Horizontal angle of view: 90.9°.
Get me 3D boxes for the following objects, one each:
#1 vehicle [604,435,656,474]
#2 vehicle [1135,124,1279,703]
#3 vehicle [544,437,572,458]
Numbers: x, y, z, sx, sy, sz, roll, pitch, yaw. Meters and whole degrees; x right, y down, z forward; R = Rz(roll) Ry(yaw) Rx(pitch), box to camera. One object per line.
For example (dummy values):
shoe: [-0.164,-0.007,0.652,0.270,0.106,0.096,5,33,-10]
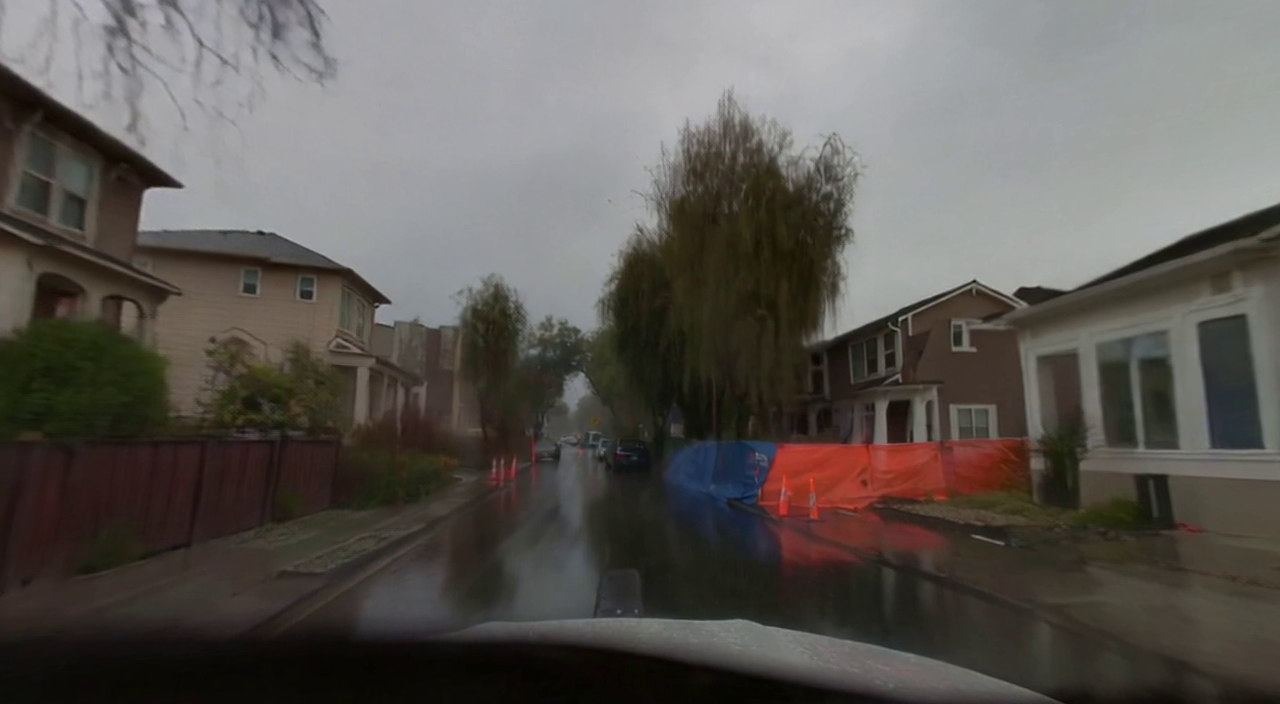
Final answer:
vehicle: [-0.592,5.045,31.395,2.066,1.739,4.234,1,-8,-8]
vehicle: [3.164,0.370,1.320,1.758,2.572,2.706,7,-13,-8]
vehicle: [-6.197,7.221,47.764,1.834,1.543,3.497,0,-8,-4]
